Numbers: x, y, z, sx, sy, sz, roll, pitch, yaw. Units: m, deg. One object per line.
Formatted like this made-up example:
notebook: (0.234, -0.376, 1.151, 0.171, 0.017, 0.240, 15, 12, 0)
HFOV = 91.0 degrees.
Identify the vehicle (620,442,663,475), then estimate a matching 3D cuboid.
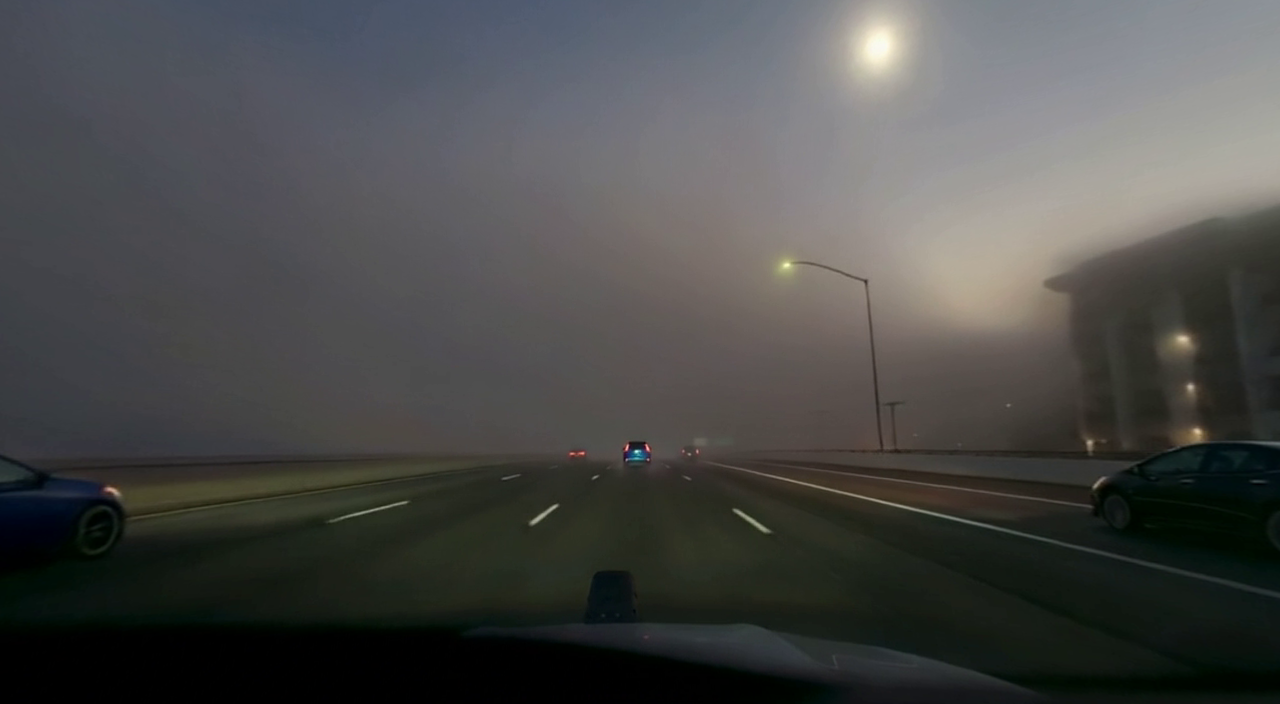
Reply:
vehicle: (0.084, 5.261, 31.438, 2.036, 1.542, 3.891, 0, -8, 0)

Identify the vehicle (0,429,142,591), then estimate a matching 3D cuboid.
vehicle: (-6.873, 1.372, 5.223, 1.978, 1.477, 4.239, 0, -8, 0)

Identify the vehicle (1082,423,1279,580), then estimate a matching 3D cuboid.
vehicle: (7.133, 1.478, 6.310, 1.937, 1.498, 4.710, 0, -8, -1)
